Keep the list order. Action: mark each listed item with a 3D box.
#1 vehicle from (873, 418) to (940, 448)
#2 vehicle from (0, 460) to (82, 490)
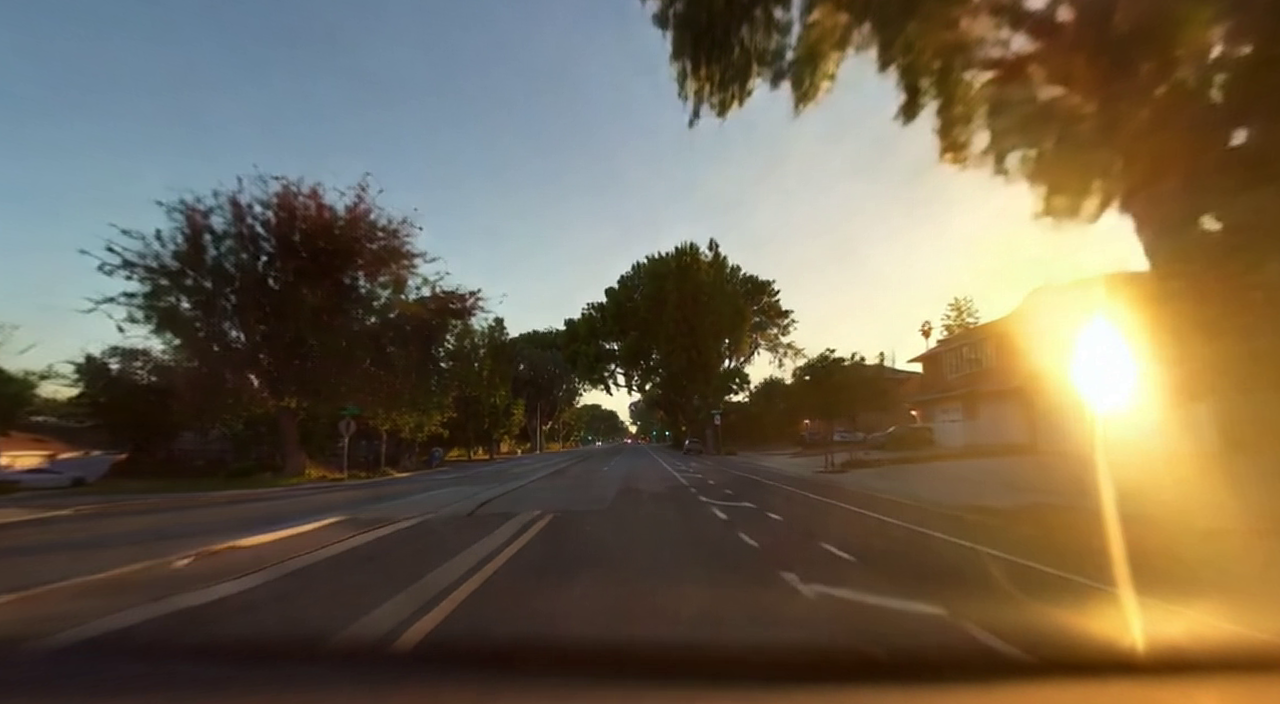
[{"bbox_3d":[15.017,4.629,35.875,1.908,1.610,4.582,0,-8,2],"label":"vehicle"},{"bbox_3d":[-34.132,6.884,35.631,1.774,1.430,4.131,0,-8,-5],"label":"vehicle"}]
